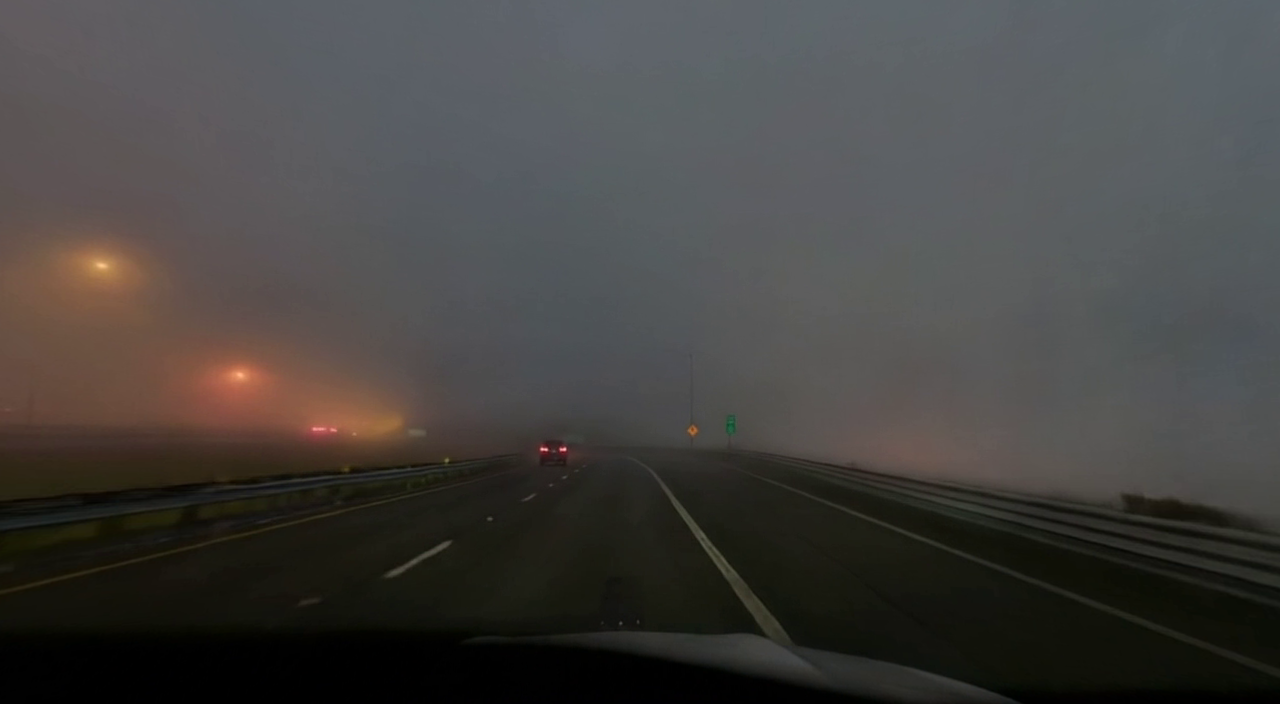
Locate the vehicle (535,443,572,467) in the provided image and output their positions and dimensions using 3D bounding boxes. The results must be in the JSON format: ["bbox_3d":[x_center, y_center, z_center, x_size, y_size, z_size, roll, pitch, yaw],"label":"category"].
[{"bbox_3d":[-6.003,7.171,44.013,2.234,1.588,4.484,1,-8,-4],"label":"vehicle"}]
